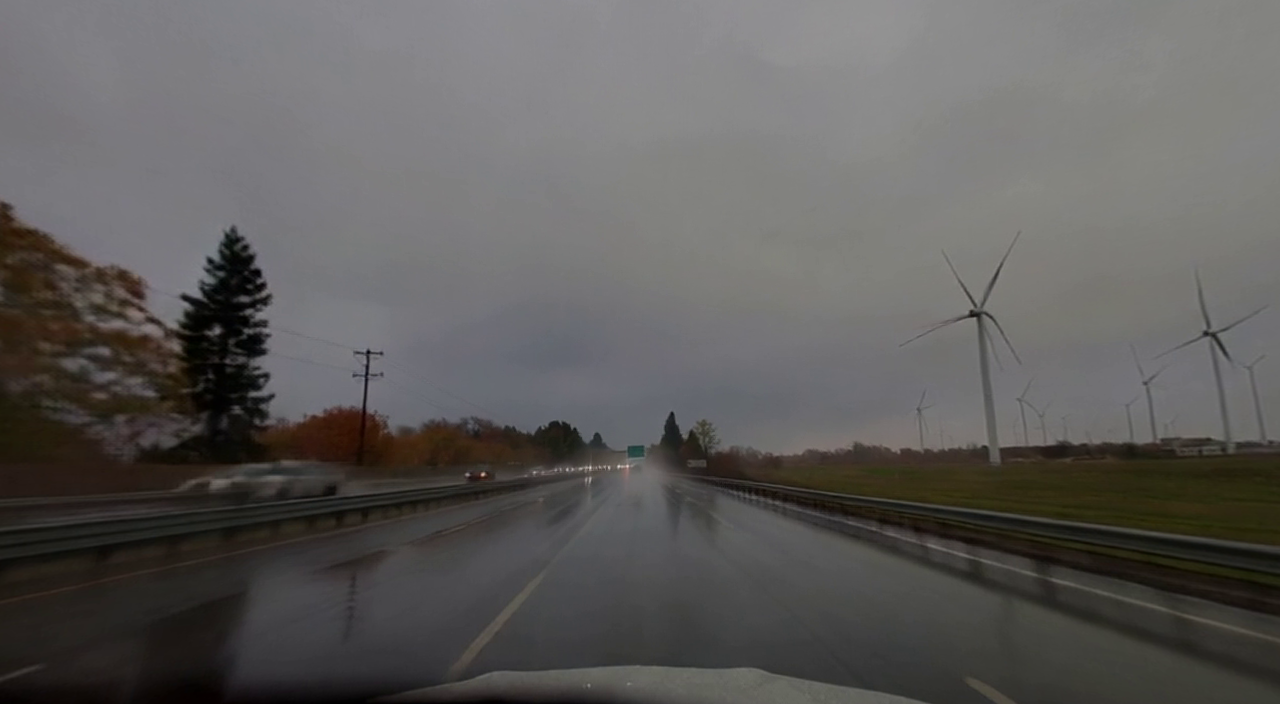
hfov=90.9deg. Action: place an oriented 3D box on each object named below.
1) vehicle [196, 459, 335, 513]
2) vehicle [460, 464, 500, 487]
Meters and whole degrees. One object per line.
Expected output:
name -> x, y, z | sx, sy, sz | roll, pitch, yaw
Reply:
vehicle -> -12.034, 4.330, 20.612 | 1.978, 1.546, 4.071 | 1, -11, 0
vehicle -> -12.285, 9.496, 48.562 | 1.910, 1.636, 4.292 | 1, -11, 0
